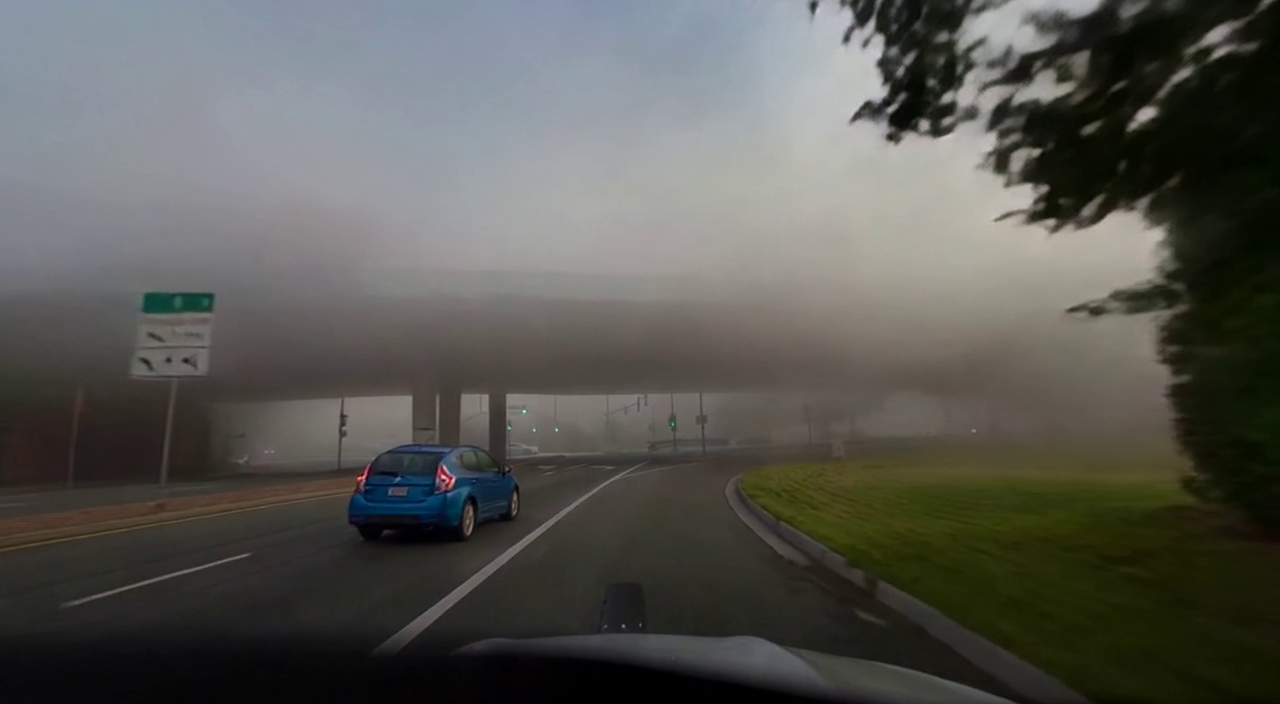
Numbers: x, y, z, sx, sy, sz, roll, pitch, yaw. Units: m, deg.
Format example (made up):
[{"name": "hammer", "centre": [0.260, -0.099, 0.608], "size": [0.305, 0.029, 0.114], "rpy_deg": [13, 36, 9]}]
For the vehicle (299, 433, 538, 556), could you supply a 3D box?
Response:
[{"name": "vehicle", "centre": [-3.049, 2.076, 9.940], "size": [1.963, 1.460, 4.614], "rpy_deg": [0, -9, 2]}]
